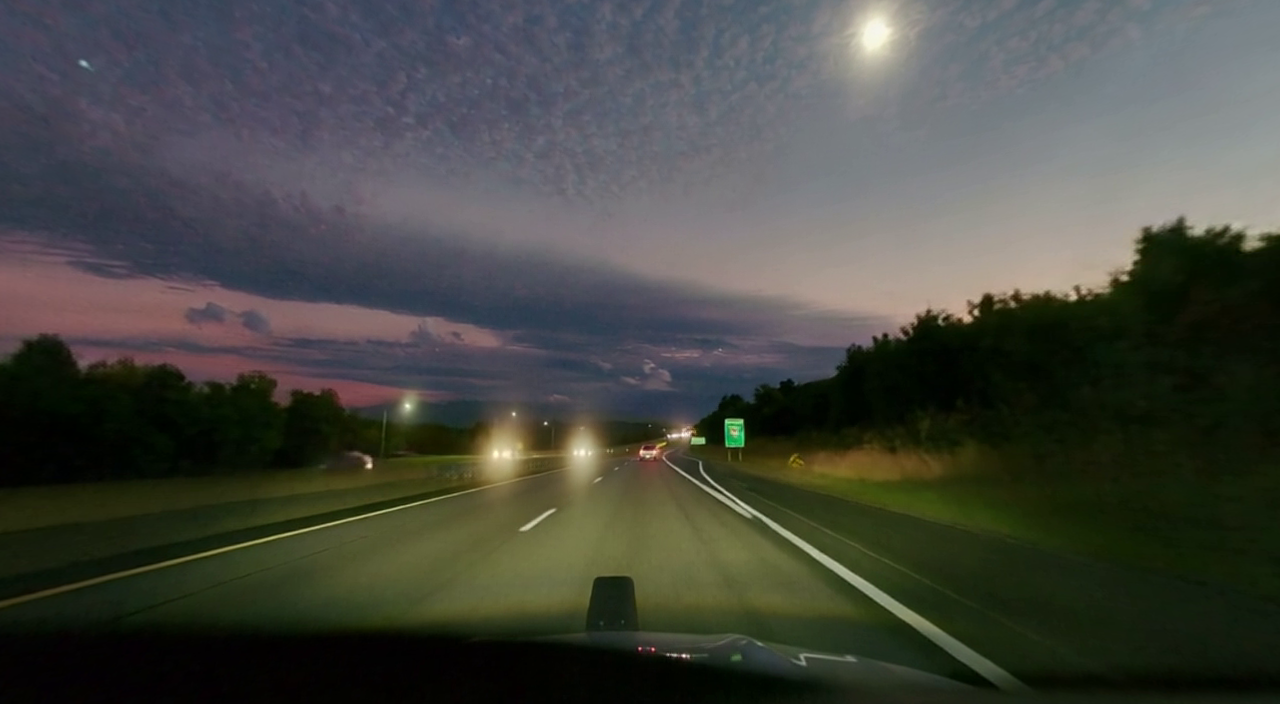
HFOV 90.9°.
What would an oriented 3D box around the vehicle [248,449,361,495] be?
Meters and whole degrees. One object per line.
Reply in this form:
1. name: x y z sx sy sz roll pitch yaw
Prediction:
1. vehicle: -12.998 4.637 24.778 1.952 1.577 4.418 0 -9 0
